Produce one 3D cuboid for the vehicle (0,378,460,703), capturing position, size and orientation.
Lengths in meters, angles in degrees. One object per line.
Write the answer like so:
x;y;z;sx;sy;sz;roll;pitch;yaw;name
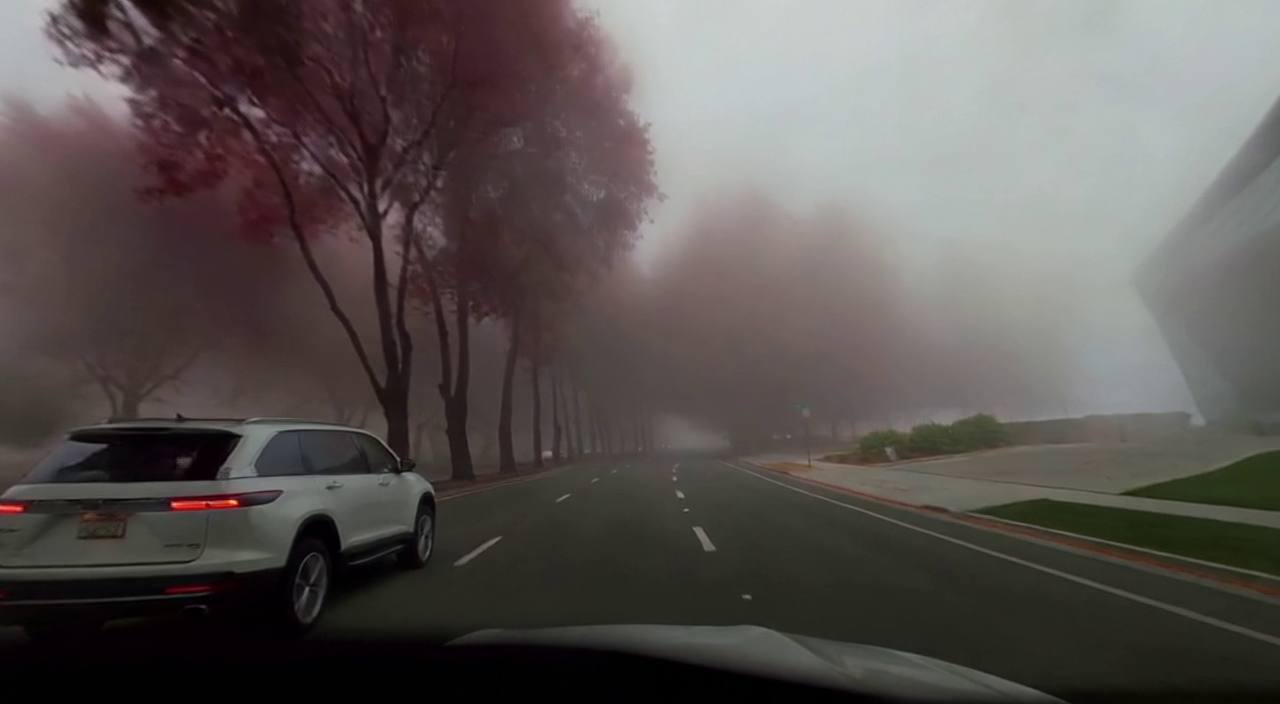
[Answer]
-3.272;1.314;5.401;2.067;1.700;4.561;0;-8;1;vehicle
